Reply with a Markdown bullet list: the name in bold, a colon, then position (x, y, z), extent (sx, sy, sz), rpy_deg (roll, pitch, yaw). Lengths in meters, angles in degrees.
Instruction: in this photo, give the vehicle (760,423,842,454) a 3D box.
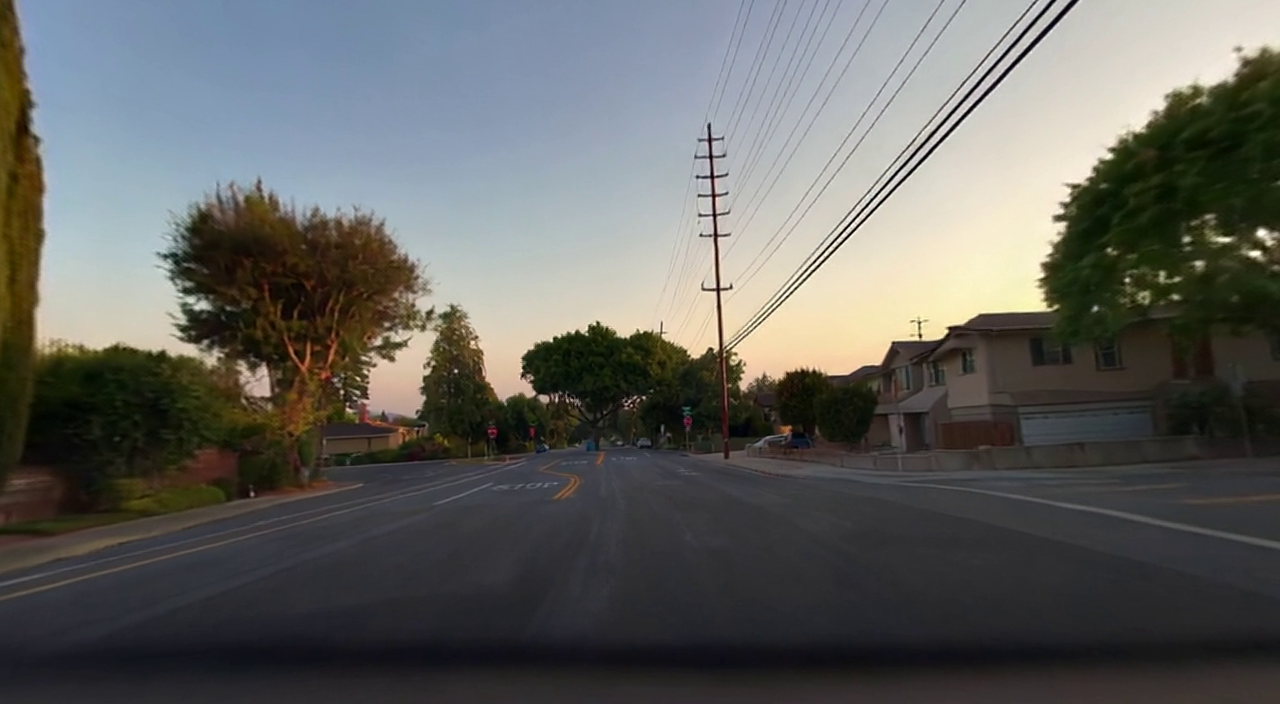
- **vehicle**: position (10.026, 5.439, 39.659), extent (4.544, 1.807, 2.204), rpy_deg (0, -8, 2)
